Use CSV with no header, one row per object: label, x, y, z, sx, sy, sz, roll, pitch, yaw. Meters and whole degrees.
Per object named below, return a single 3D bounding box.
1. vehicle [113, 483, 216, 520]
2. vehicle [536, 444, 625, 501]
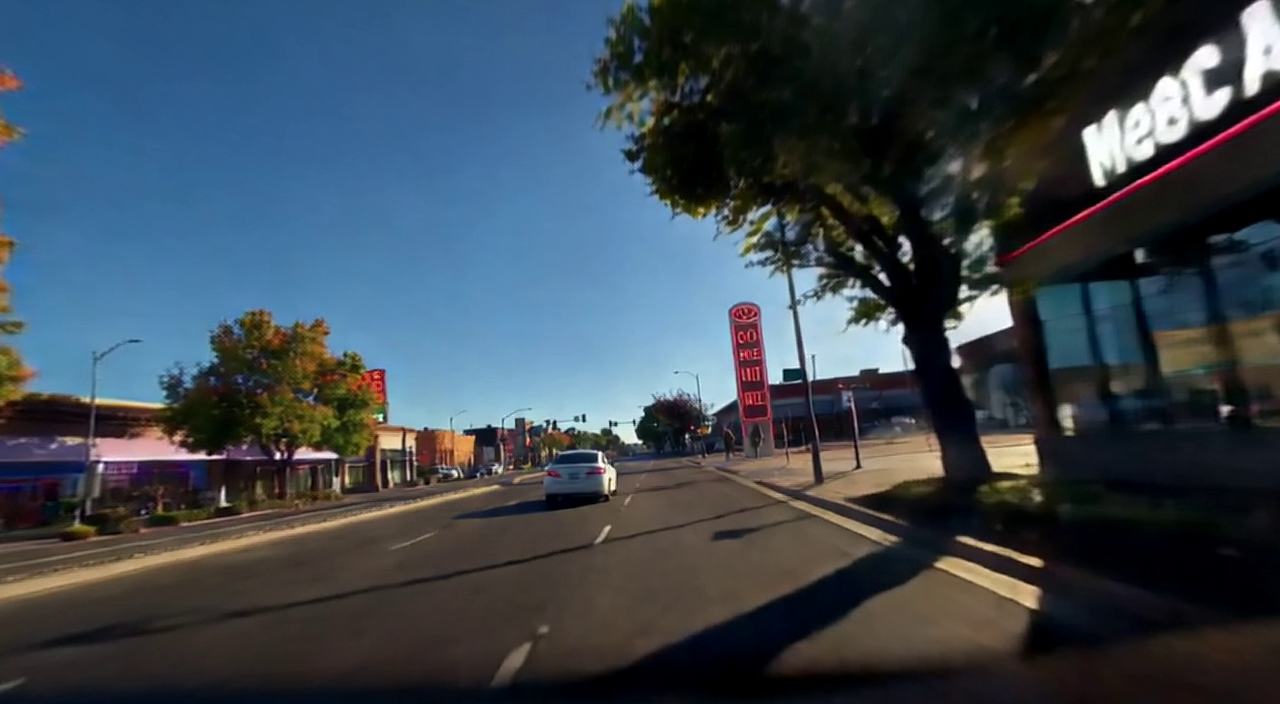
vehicle,-28.068,8.791,37.471,1.984,1.726,4.592,-2,-8,12
vehicle,-1.579,3.412,18.366,1.977,1.451,4.032,-1,-8,3
